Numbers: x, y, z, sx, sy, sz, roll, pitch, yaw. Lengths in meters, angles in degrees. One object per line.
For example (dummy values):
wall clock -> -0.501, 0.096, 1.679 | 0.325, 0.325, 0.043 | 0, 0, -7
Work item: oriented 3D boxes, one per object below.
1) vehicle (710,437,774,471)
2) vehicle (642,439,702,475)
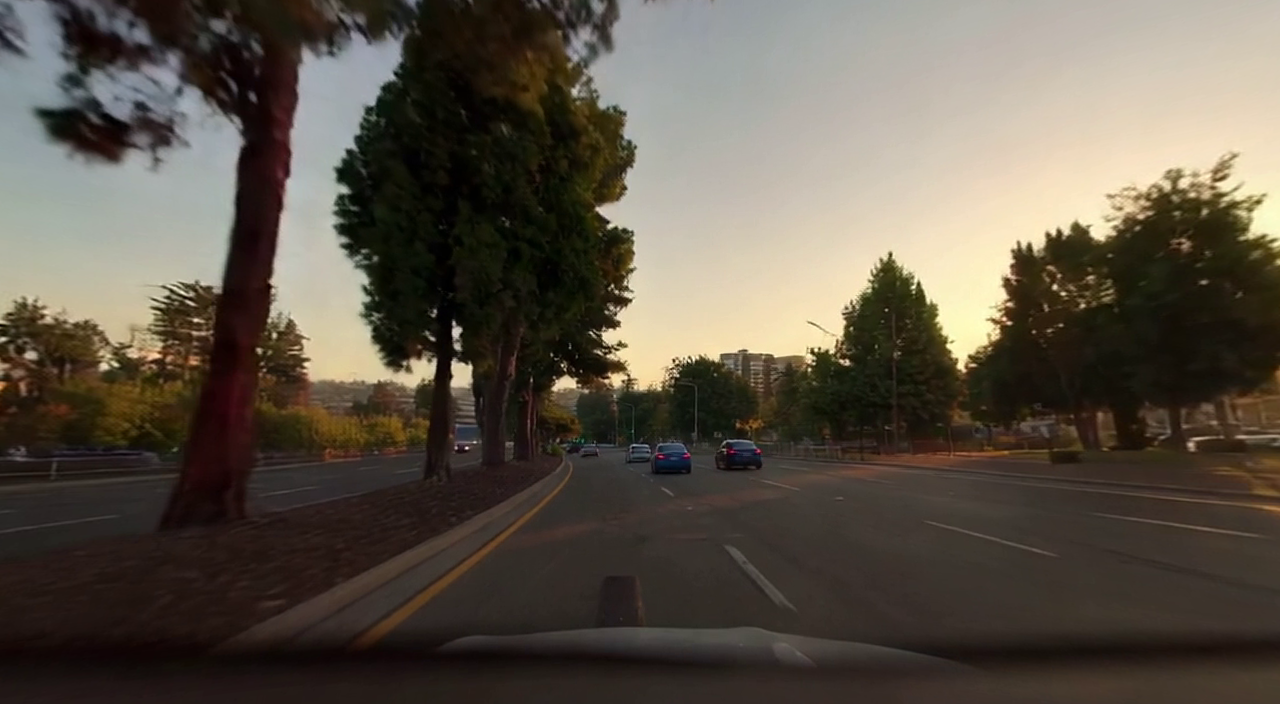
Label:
vehicle -> 4.729, 4.806, 29.954 | 1.901, 1.474, 4.363 | 1, -8, -6
vehicle -> 1.339, 4.661, 28.259 | 2.077, 1.464, 4.134 | 1, -8, -6
